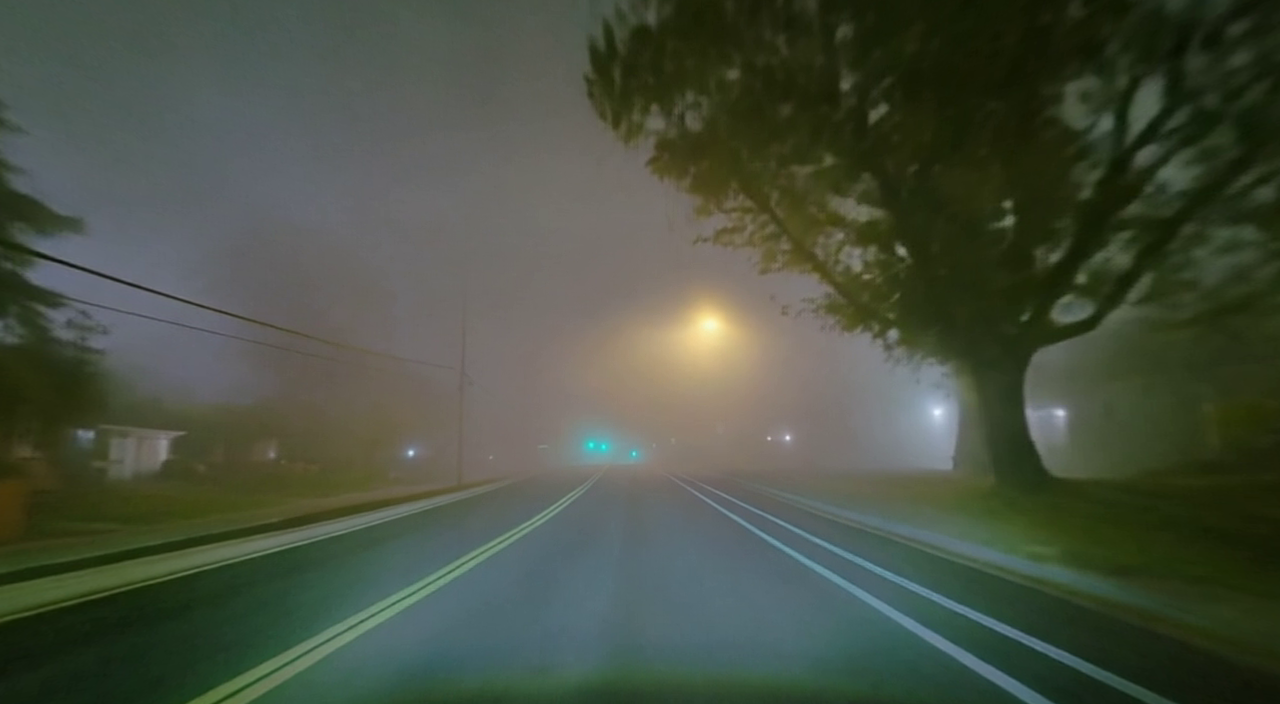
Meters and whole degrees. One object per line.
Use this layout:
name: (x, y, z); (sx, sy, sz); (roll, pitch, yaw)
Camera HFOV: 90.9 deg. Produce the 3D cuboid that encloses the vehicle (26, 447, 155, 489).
vehicle: (-22.975, 4.820, 26.547); (1.788, 1.583, 3.789); (-1, -8, 5)
